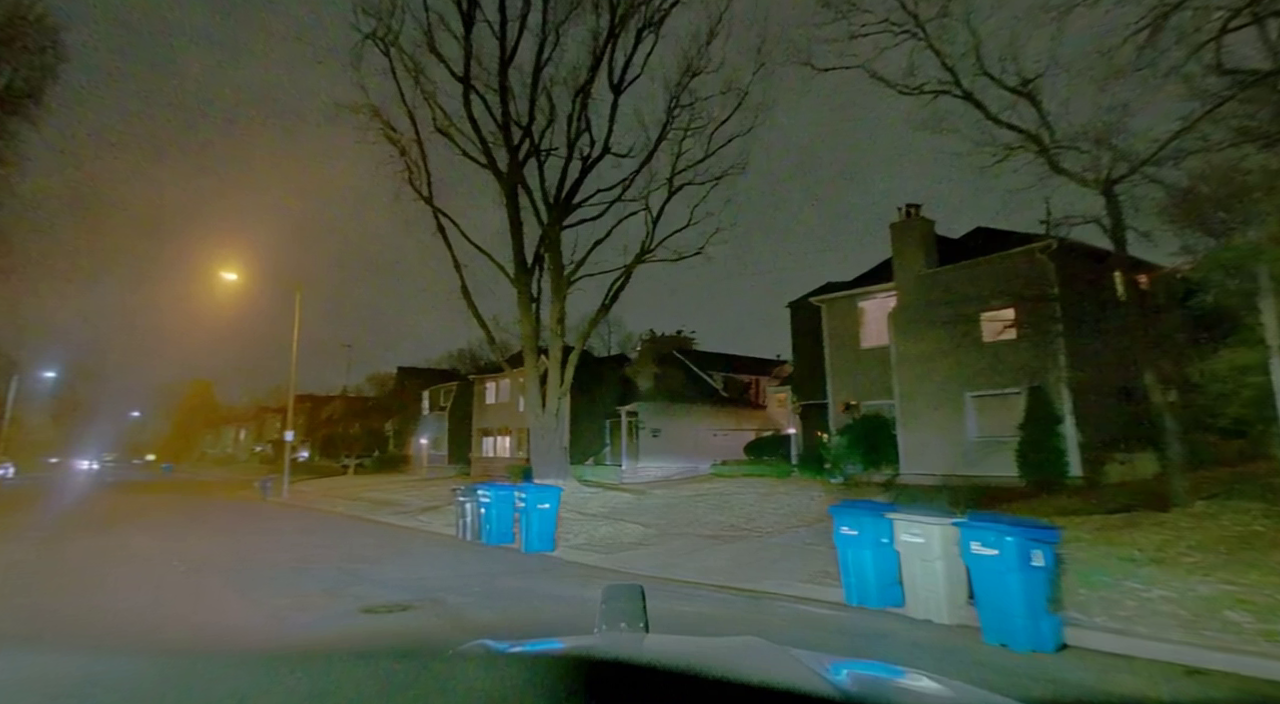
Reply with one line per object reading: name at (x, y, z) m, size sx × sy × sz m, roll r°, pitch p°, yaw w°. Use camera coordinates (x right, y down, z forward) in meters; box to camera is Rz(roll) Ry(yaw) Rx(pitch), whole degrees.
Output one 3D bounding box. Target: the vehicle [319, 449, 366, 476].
vehicle at (-22.139, 8.174, 46.854) m, size 1.936 × 1.687 × 4.714 m, roll 4°, pitch -8°, yaw -40°
